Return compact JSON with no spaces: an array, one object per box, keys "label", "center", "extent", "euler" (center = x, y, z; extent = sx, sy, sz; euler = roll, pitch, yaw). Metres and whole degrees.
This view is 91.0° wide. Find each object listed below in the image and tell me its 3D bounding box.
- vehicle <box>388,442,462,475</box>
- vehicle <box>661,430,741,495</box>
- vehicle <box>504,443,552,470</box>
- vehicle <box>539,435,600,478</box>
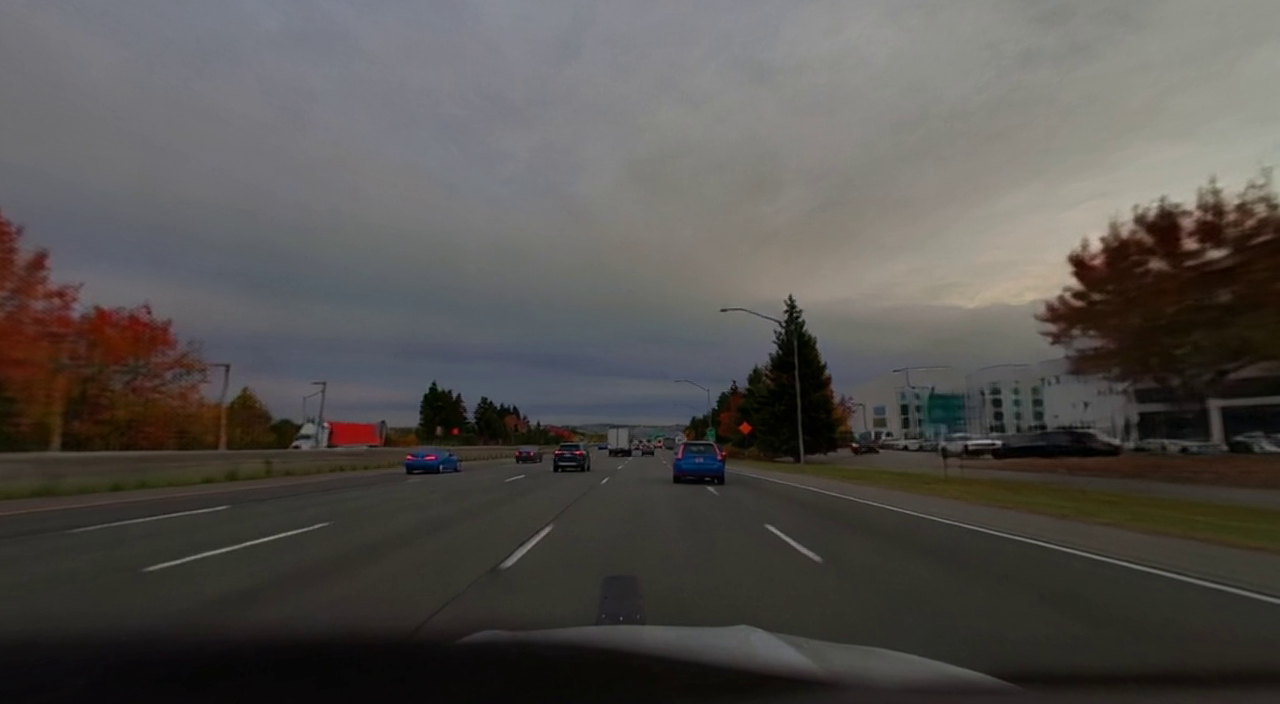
[{"label":"vehicle","center":[-10.708,5.333,31.730],"extent":[2.006,1.509,4.634],"euler":[0,-9,1]},{"label":"vehicle","center":[1.739,3.347,19.400],"extent":[2.101,1.742,4.495],"euler":[0,-9,1]},{"label":"vehicle","center":[-6.925,6.502,39.371],"extent":[2.057,1.496,4.661],"euler":[0,-9,1]},{"label":"vehicle","center":[-3.040,4.652,28.137],"extent":[2.111,1.742,4.315],"euler":[0,-9,1]}]
